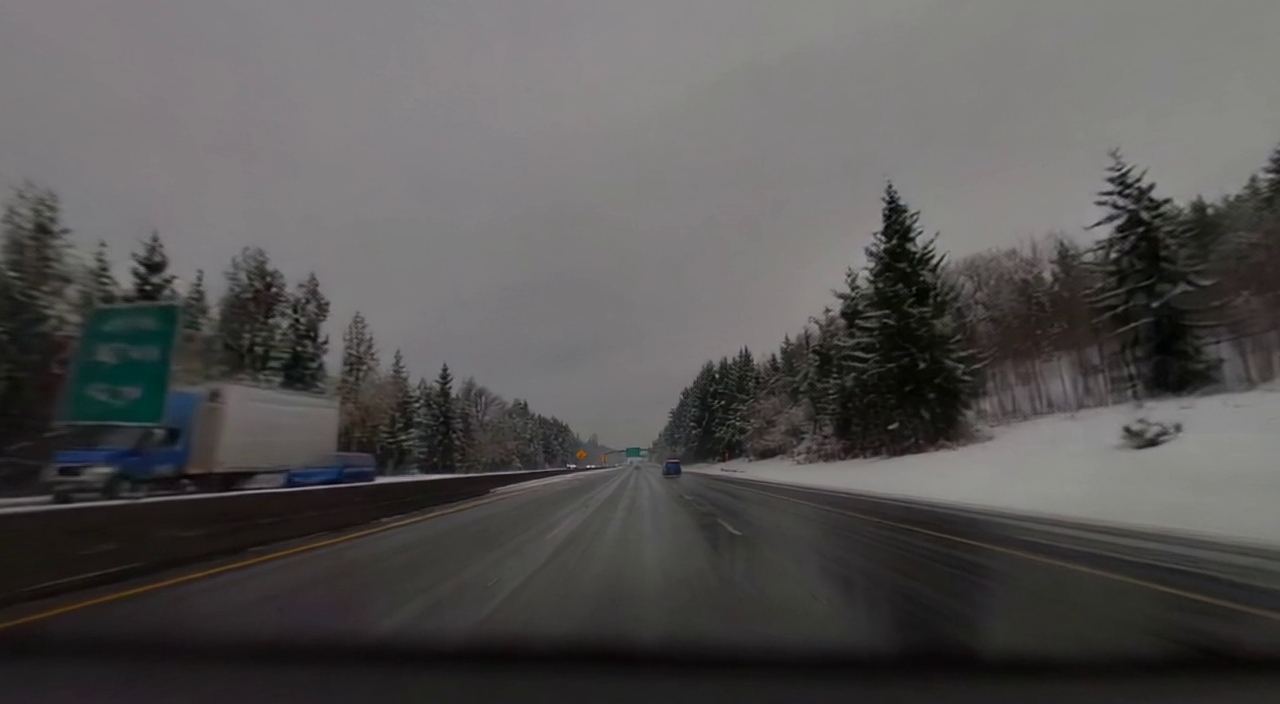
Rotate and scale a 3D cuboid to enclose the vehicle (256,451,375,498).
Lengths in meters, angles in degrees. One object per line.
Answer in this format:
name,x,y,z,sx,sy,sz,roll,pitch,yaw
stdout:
vehicle,-11.852,4.533,23.437,1.958,1.559,4.565,1,-10,0
